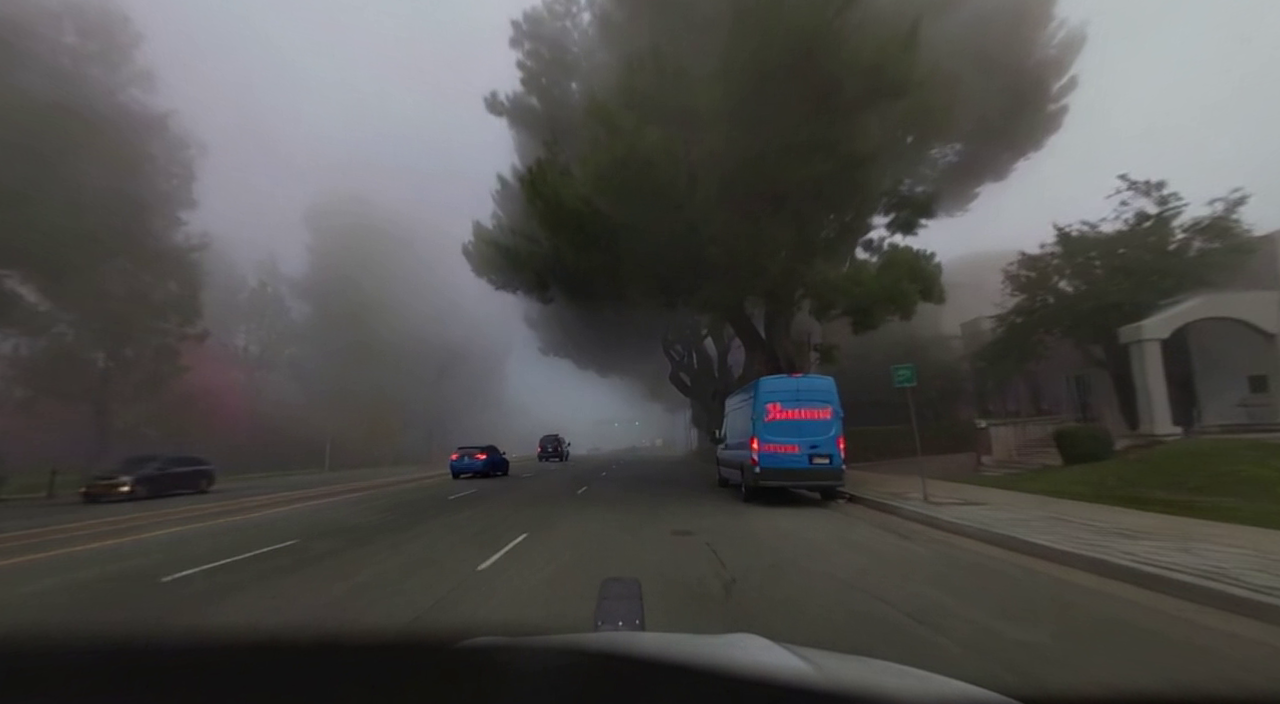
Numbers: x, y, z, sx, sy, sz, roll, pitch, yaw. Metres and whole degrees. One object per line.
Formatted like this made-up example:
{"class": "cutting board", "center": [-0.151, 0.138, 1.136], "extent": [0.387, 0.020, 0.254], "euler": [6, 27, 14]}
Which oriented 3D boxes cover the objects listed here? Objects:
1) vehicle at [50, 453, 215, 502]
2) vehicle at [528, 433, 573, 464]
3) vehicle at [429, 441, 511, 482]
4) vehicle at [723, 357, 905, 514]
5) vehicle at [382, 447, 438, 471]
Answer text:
{"class": "vehicle", "center": [-18.003, 4.443, 22.797], "extent": [1.974, 1.525, 4.738], "euler": [0, -9, 0]}
{"class": "vehicle", "center": [-6.291, 6.898, 45.256], "extent": [2.332, 2.039, 5.678], "euler": [0, -9, 1]}
{"class": "vehicle", "center": [-6.594, 4.311, 25.109], "extent": [1.970, 1.456, 4.441], "euler": [0, -9, 1]}
{"class": "vehicle", "center": [3.657, 1.956, 14.612], "extent": [2.791, 3.026, 4.668], "euler": [0, -9, 0]}
{"class": "vehicle", "center": [-14.931, 6.960, 41.271], "extent": [1.842, 1.472, 4.639], "euler": [0, -9, 1]}
